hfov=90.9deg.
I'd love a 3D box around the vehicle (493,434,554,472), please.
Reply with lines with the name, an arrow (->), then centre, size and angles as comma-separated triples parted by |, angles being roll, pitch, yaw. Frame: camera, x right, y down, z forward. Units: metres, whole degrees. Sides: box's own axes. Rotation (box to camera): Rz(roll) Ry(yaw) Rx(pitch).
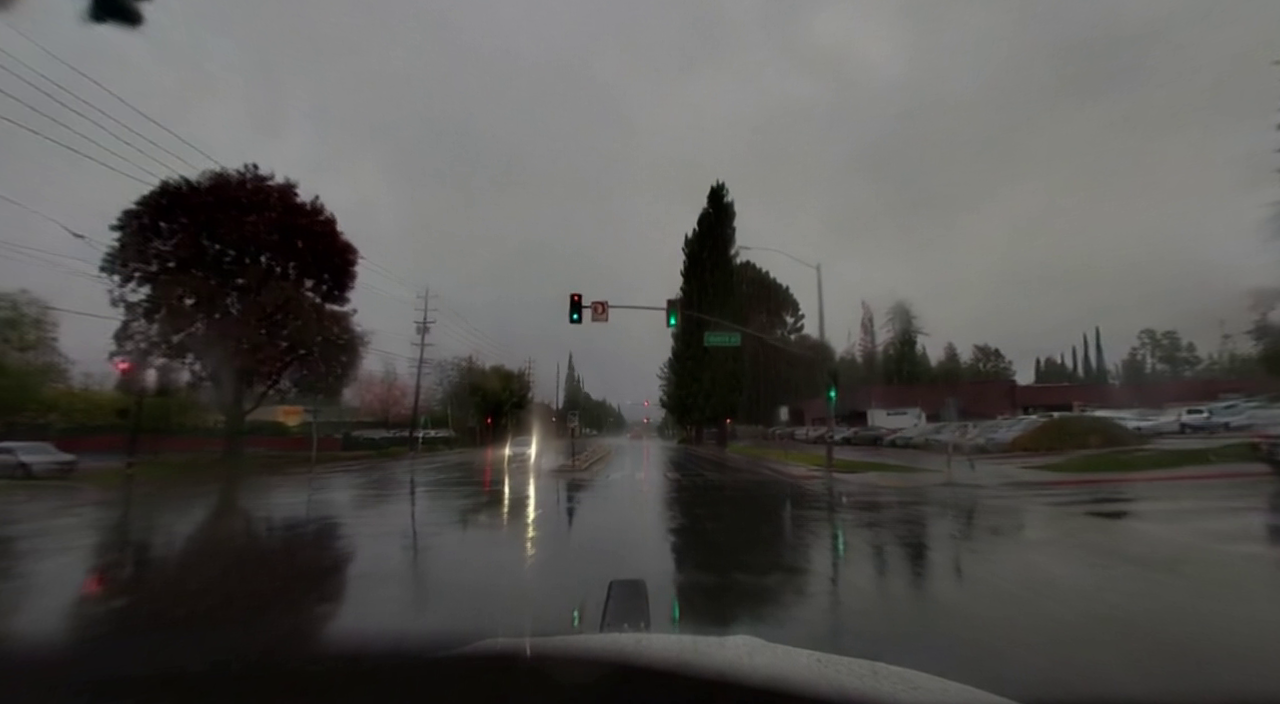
vehicle -> -5.170, 4.505, 28.696 | 1.948, 1.471, 5.408 | 2, -7, -2

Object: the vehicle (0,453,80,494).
vehicle -> -24.705, 4.670, 24.376 | 4.195, 1.493, 1.890 | 0, -9, -2
